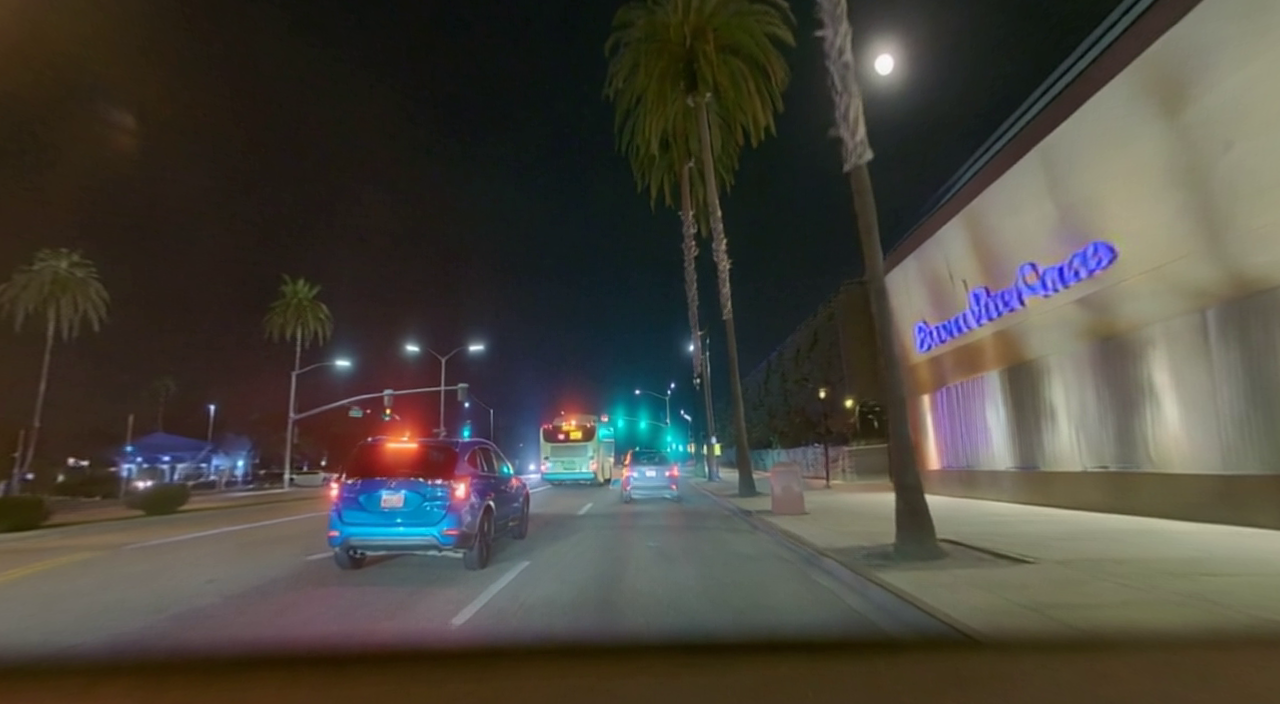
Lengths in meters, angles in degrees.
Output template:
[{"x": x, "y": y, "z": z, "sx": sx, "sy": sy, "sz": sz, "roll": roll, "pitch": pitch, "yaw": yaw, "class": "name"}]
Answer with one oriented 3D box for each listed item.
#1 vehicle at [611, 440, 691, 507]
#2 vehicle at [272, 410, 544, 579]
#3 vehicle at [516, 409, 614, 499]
[{"x": 0.311, "y": 3.588, "z": 18.889, "sx": 2.120, "sy": 1.727, "sz": 3.917, "roll": 1, "pitch": -9, "yaw": 0, "class": "vehicle"}, {"x": -2.896, "y": 1.938, "z": 9.266, "sx": 2.124, "sy": 1.799, "sz": 4.587, "roll": 1, "pitch": -9, "yaw": 1, "class": "vehicle"}, {"x": -2.768, "y": 4.211, "z": 25.979, "sx": 2.775, "sy": 3.064, "sz": 8.297, "roll": 1, "pitch": -9, "yaw": 1, "class": "vehicle"}]
